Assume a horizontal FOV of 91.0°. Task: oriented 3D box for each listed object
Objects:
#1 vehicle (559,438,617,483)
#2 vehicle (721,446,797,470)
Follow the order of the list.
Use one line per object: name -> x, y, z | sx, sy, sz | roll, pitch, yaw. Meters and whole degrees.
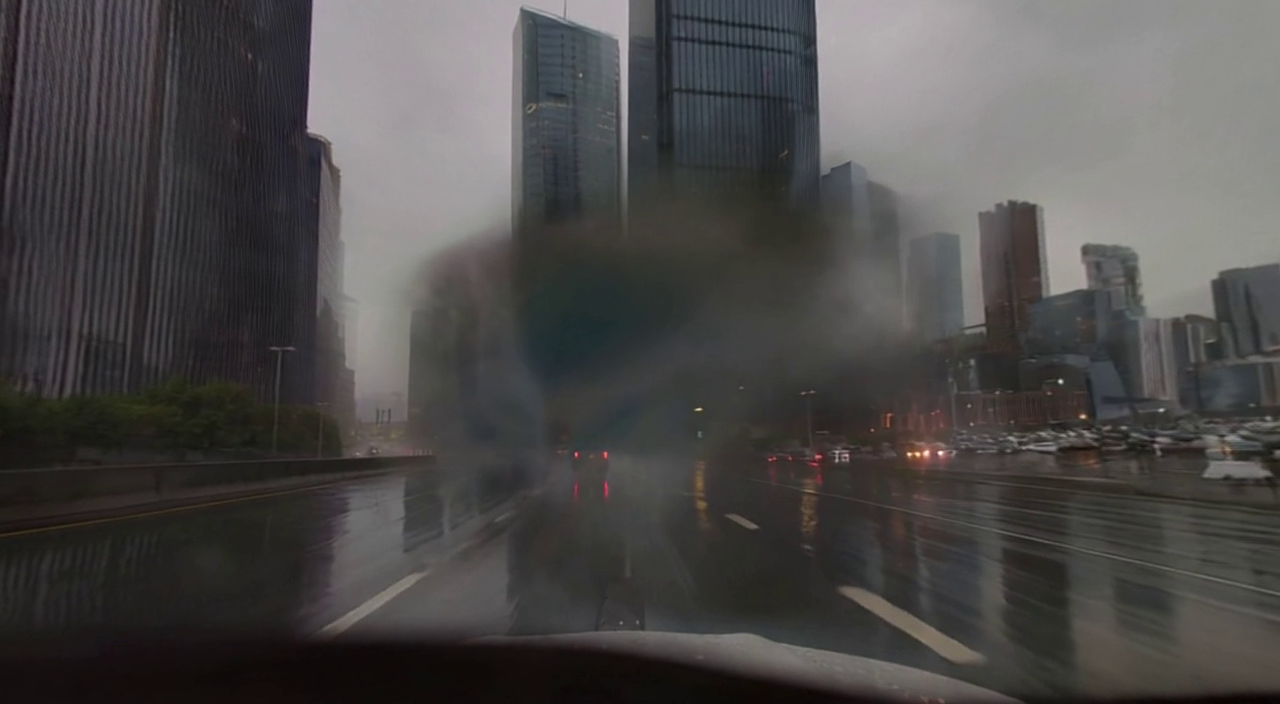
vehicle -> -2.167, 4.480, 26.320 | 2.183, 1.675, 4.319 | 1, -8, -5
vehicle -> 7.889, 7.096, 42.129 | 4.645, 1.505, 2.100 | 0, -9, 1
